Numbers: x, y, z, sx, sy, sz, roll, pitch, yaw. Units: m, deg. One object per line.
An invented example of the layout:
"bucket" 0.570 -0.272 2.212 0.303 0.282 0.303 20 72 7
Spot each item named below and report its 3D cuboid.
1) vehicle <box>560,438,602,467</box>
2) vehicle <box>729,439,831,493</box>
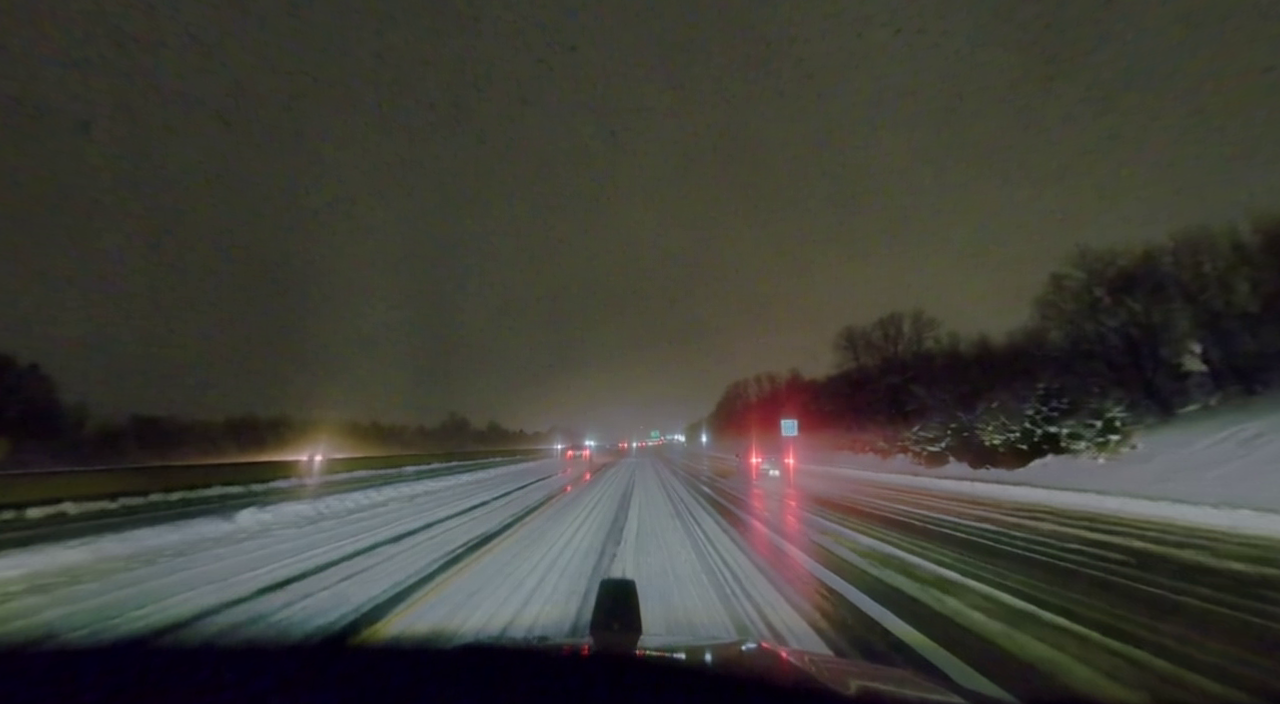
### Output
"vehicle" -3.477 6.063 38.282 2.048 1.618 4.424 0 -9 1
"vehicle" 4.150 3.468 19.556 2.060 1.485 4.274 0 -9 -1
